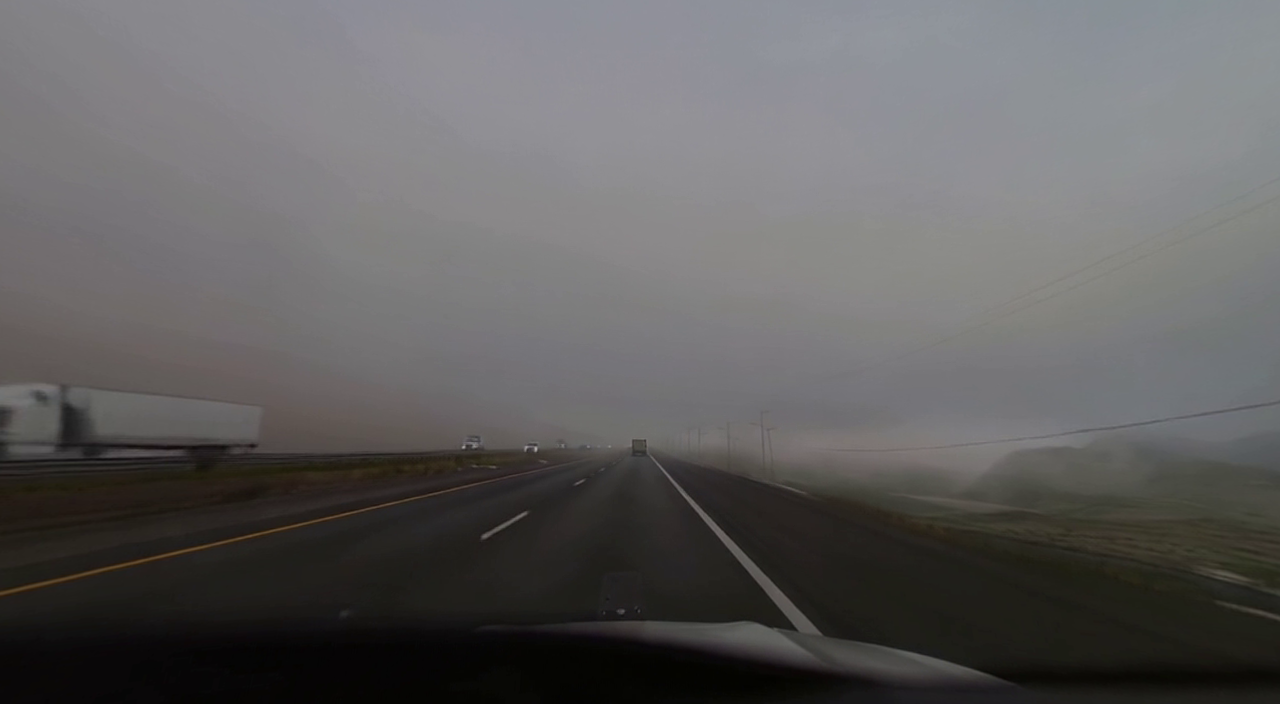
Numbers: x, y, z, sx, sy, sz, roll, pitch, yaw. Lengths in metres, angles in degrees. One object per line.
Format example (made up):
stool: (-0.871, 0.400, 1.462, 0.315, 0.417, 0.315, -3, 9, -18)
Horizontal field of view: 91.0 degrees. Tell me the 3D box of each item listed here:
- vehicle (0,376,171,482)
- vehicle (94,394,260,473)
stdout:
vehicle: (-25.174, 3.431, 27.292, 2.889, 3.867, 8.576, 0, -9, 0)
vehicle: (-25.149, 4.605, 34.966, 2.898, 3.850, 8.138, 0, -9, 0)
